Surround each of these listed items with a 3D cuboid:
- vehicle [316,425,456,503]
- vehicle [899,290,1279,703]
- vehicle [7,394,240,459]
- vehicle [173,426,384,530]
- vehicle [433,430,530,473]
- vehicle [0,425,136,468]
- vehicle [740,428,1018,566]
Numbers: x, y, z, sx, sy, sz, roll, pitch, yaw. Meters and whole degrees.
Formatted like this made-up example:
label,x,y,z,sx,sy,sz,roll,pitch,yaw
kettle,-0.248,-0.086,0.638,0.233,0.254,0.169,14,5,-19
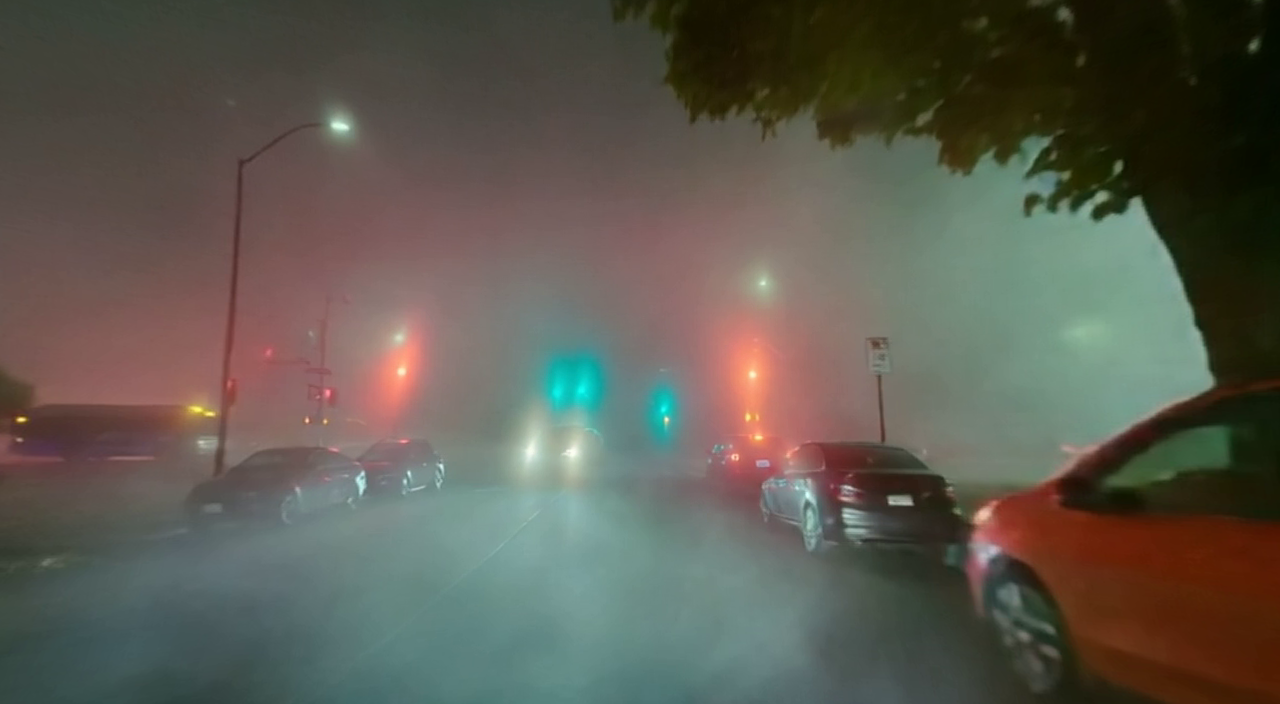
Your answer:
label,x,y,z,sx,sy,sz,roll,pitch,yaw
vehicle,-7.000,3.156,18.109,2.132,1.801,4.885,-2,-9,-1
vehicle,3.118,0.691,1.776,2.222,1.812,5.688,0,-9,-2
vehicle,-29.563,4.372,36.517,10.621,3.479,3.025,0,-10,1
vehicle,-7.021,2.476,12.891,1.893,1.758,4.019,0,-9,0
vehicle,-7.483,4.631,29.529,4.791,1.818,2.148,-8,-12,44
vehicle,-28.801,4.741,31.814,4.704,2.065,2.328,0,-9,-2
vehicle,2.980,1.938,9.290,2.032,1.474,4.795,0,-9,-2
